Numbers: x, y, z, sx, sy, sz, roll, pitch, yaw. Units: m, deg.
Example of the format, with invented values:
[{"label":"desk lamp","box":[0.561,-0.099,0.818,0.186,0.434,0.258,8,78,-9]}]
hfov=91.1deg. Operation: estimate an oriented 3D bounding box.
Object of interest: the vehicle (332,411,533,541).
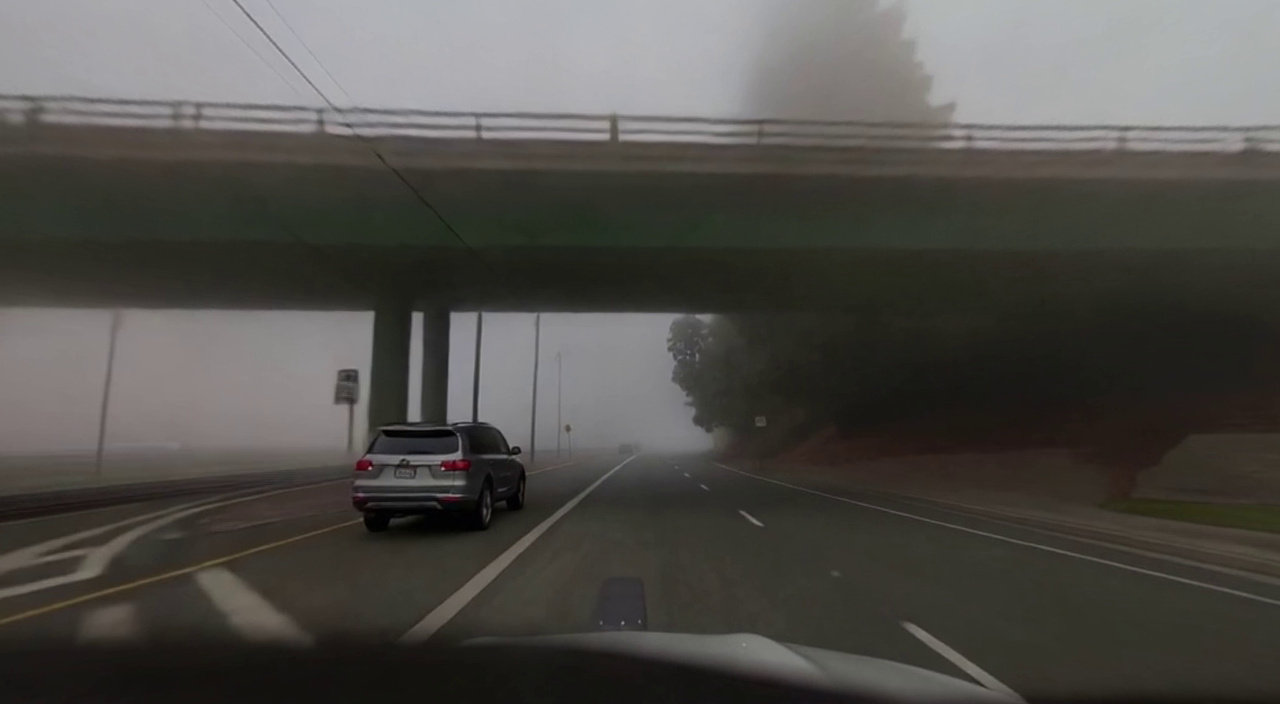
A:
[{"label":"vehicle","box":[-3.152,1.967,10.620,1.882,1.704,4.335,-1,-8,1]}]
